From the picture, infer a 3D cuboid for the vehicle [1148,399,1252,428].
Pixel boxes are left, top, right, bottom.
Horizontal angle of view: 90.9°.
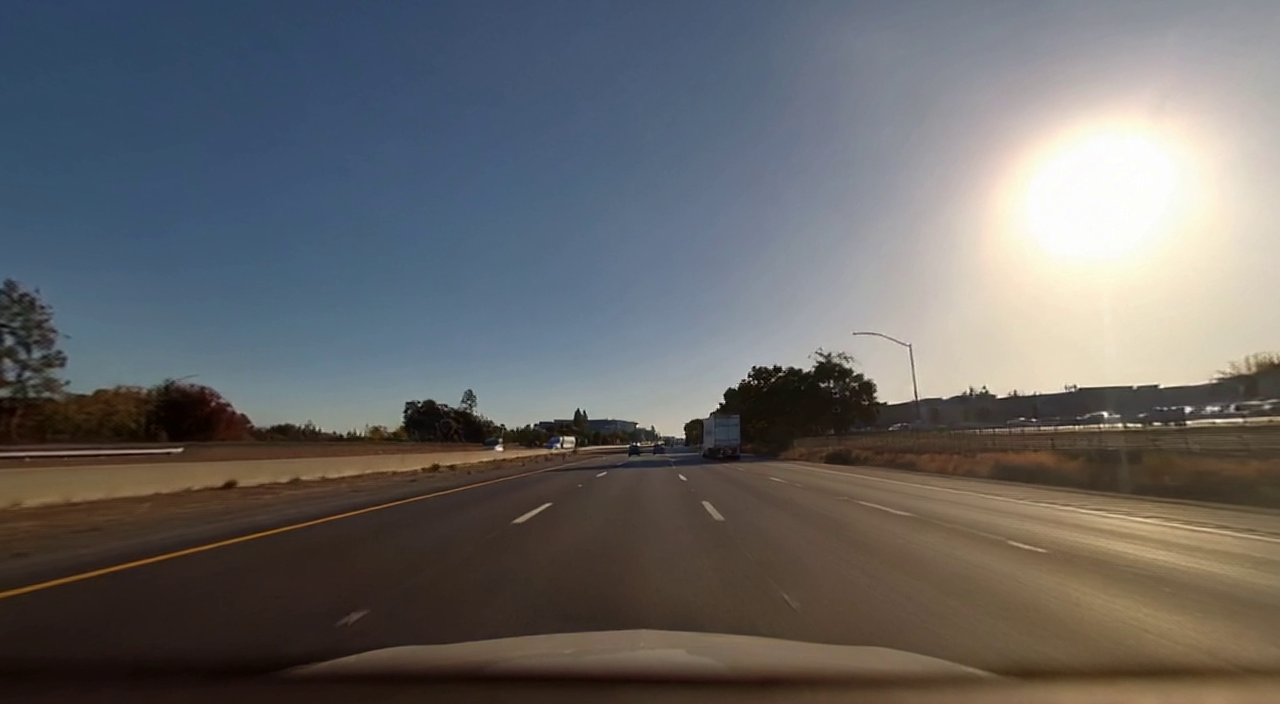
[{"bbox_3d":[41.843,4.700,47.340,2.205,1.861,5.602,1,-8,-8],"label":"vehicle"}]
